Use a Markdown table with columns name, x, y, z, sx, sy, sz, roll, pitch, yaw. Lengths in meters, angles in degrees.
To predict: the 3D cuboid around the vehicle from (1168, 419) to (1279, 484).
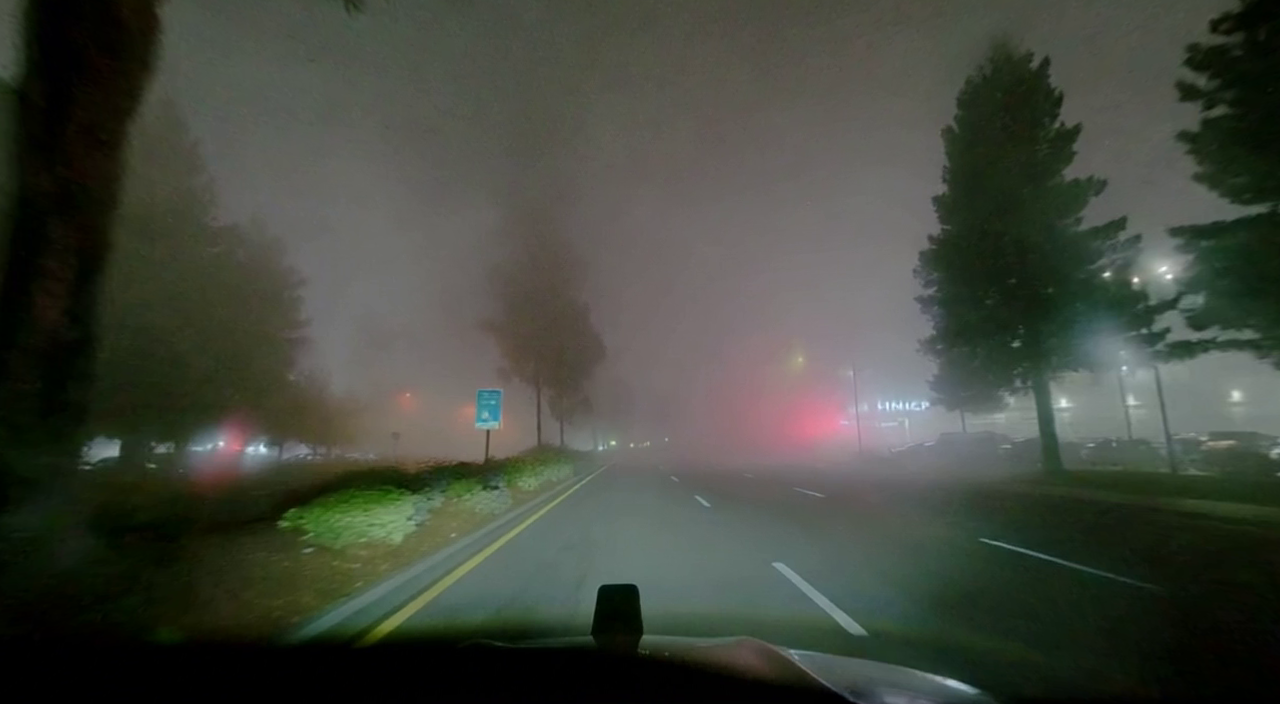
| name | x | y | z | sx | sy | sz | roll | pitch | yaw |
| --- | --- | --- | --- | --- | --- | --- | --- | --- | --- |
| vehicle | 18.960 | 2.924 | 18.580 | 2.266 | 1.794 | 4.985 | 1 | -8 | -2 |

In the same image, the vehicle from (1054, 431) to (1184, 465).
| name | x | y | z | sx | sy | sz | roll | pitch | yaw |
| --- | --- | --- | --- | --- | --- | --- | --- | --- | --- |
| vehicle | 24.781 | 4.986 | 32.783 | 2.007 | 1.611 | 4.847 | 5 | -10 | -29 |

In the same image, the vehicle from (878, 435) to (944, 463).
| name | x | y | z | sx | sy | sz | roll | pitch | yaw |
| --- | --- | --- | --- | --- | --- | --- | --- | --- | --- |
| vehicle | 19.307 | 6.974 | 45.161 | 2.179 | 1.767 | 5.837 | -2 | -9 | 0 |

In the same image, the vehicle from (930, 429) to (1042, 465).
| name | x | y | z | sx | sy | sz | roll | pitch | yaw |
| --- | --- | --- | --- | --- | --- | --- | --- | --- | --- |
| vehicle | 19.256 | 5.317 | 35.375 | 2.151 | 1.838 | 5.534 | 3 | -9 | -15 |
